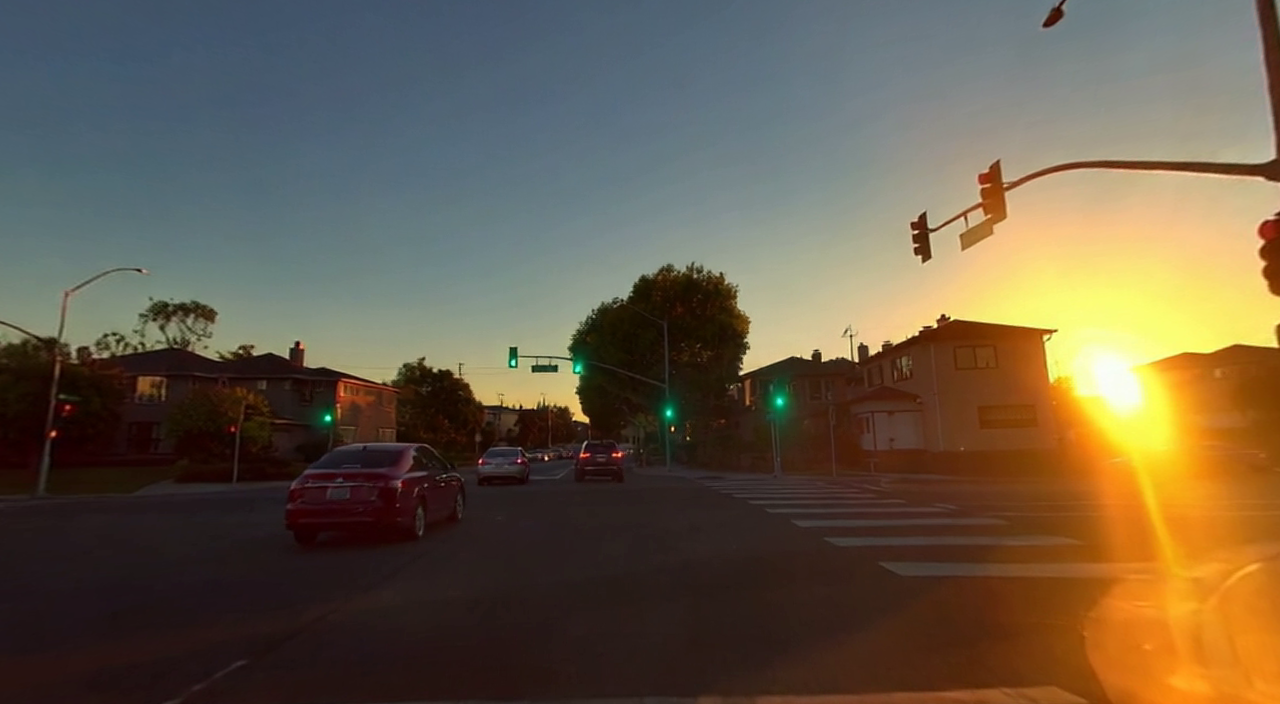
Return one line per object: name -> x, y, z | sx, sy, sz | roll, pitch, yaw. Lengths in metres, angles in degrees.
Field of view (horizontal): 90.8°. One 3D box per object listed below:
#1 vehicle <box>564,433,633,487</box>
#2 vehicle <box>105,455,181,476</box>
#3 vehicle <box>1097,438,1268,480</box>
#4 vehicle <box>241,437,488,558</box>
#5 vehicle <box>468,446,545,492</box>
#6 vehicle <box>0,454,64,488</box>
vehicle -> -1.581, 4.118, 24.430 | 2.396, 1.881, 4.606 | 0, -8, -3
vehicle -> -37.310, 8.518, 47.565 | 1.703, 1.466, 4.296 | -2, -9, 10
vehicle -> 20.081, 3.974, 23.611 | 4.353, 1.431, 1.876 | -2, -9, 11
vehicle -> -4.017, 2.176, 10.323 | 1.977, 1.488, 4.741 | 0, -8, -1
vehicle -> -4.655, 4.099, 22.658 | 1.934, 1.459, 4.368 | 0, -8, -2
vehicle -> -33.085, 6.217, 33.304 | 2.113, 1.603, 4.222 | 2, -9, -13
